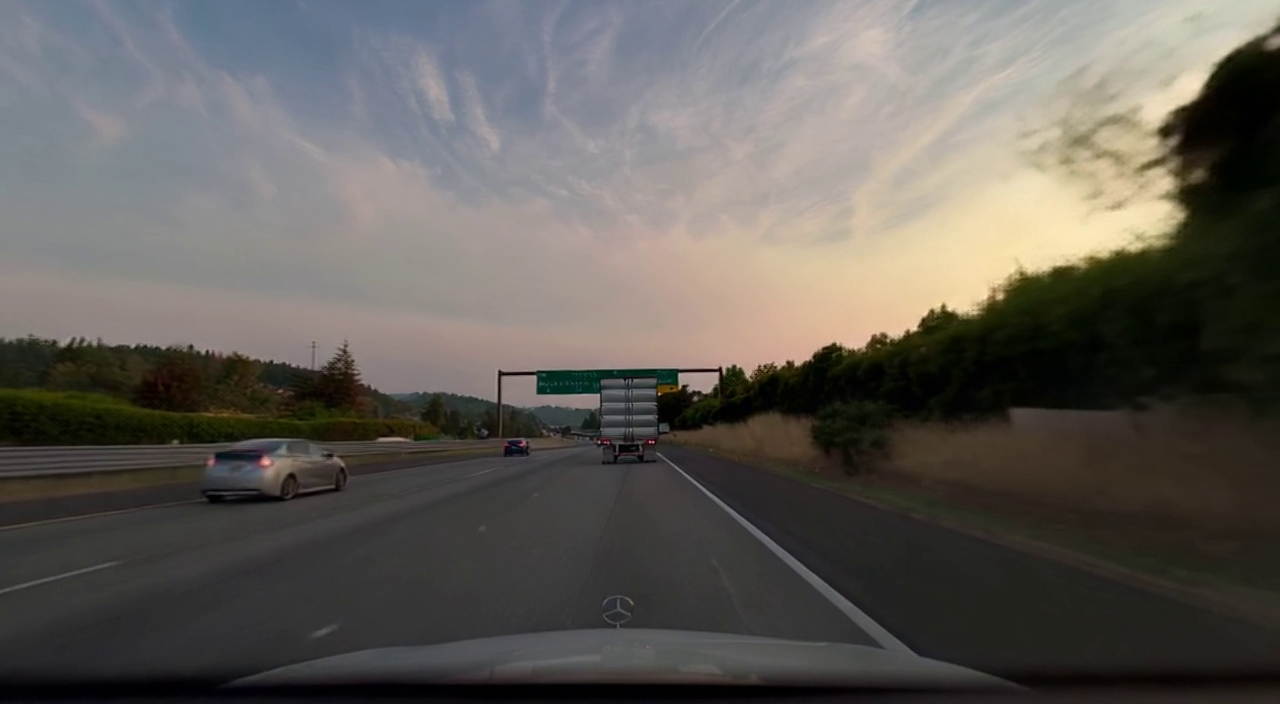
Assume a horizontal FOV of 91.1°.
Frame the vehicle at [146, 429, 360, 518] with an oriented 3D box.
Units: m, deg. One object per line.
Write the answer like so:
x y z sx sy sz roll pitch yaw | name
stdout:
-7.341 2.292 12.456 1.856 1.479 3.710 0 -8 0 | vehicle

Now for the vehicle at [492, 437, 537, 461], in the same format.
-7.915 6.126 39.983 1.949 1.437 4.296 0 -8 0 | vehicle

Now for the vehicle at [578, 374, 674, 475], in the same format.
-0.567 3.347 27.846 3.033 3.223 14.836 1 -8 -1 | vehicle
